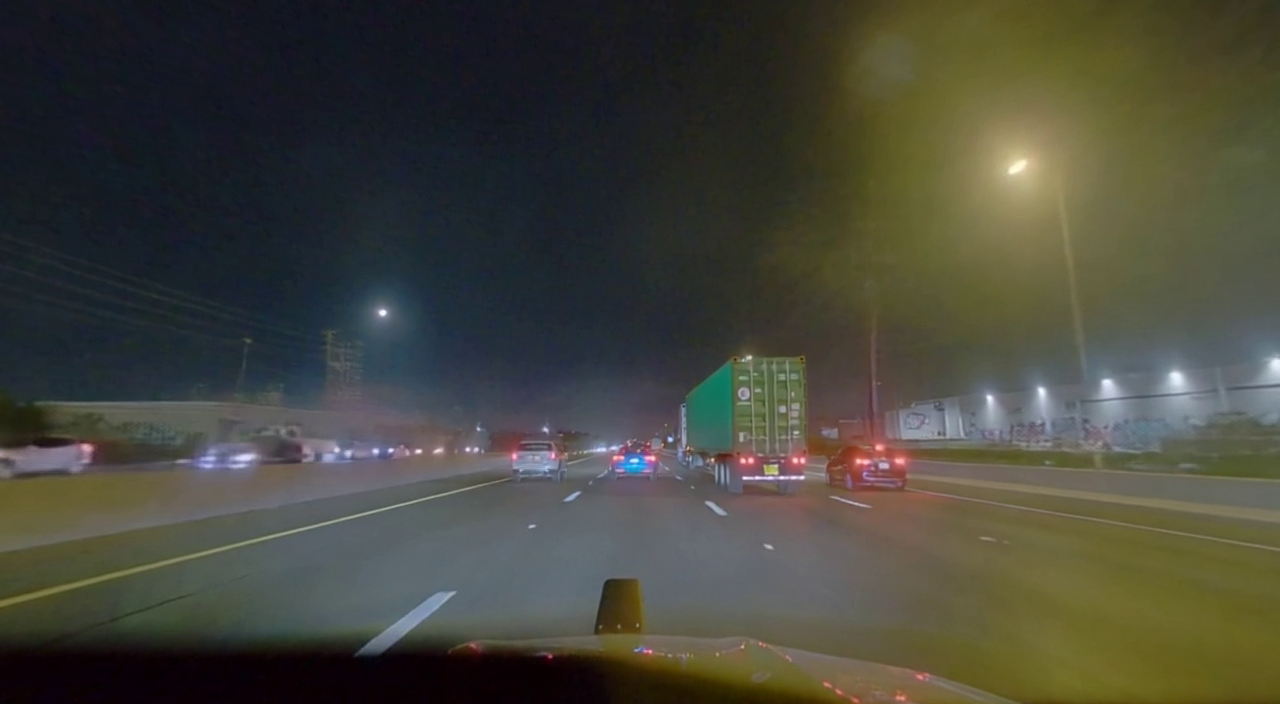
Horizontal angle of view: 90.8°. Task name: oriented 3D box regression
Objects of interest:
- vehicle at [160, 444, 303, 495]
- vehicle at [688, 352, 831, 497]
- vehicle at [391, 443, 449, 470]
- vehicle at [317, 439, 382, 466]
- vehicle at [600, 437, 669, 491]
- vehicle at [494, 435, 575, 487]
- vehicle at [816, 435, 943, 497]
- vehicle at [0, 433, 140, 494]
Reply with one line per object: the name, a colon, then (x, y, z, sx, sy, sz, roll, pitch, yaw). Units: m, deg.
vehicle: (-13.321, 3.818, 20.977, 1.921, 1.494, 4.348, 0, -9, -2)
vehicle: (3.816, 2.998, 24.187, 2.800, 4.039, 13.179, 0, -9, 0)
vehicle: (-13.502, 6.437, 39.062, 2.019, 1.587, 4.565, 0, -9, -2)
vehicle: (-21.560, 7.499, 47.166, 2.189, 1.902, 5.881, 0, -9, -2)
vehicle: (-0.183, 3.885, 22.240, 2.191, 1.685, 4.015, 0, -9, 0)
vehicle: (-3.990, 4.228, 24.741, 2.264, 1.804, 4.584, 0, -9, 2)
vehicle: (7.389, 3.575, 20.154, 2.202, 1.731, 4.628, 0, -9, 0)
vehicle: (-20.742, 3.817, 21.910, 2.215, 1.849, 5.735, 0, -9, -1)
